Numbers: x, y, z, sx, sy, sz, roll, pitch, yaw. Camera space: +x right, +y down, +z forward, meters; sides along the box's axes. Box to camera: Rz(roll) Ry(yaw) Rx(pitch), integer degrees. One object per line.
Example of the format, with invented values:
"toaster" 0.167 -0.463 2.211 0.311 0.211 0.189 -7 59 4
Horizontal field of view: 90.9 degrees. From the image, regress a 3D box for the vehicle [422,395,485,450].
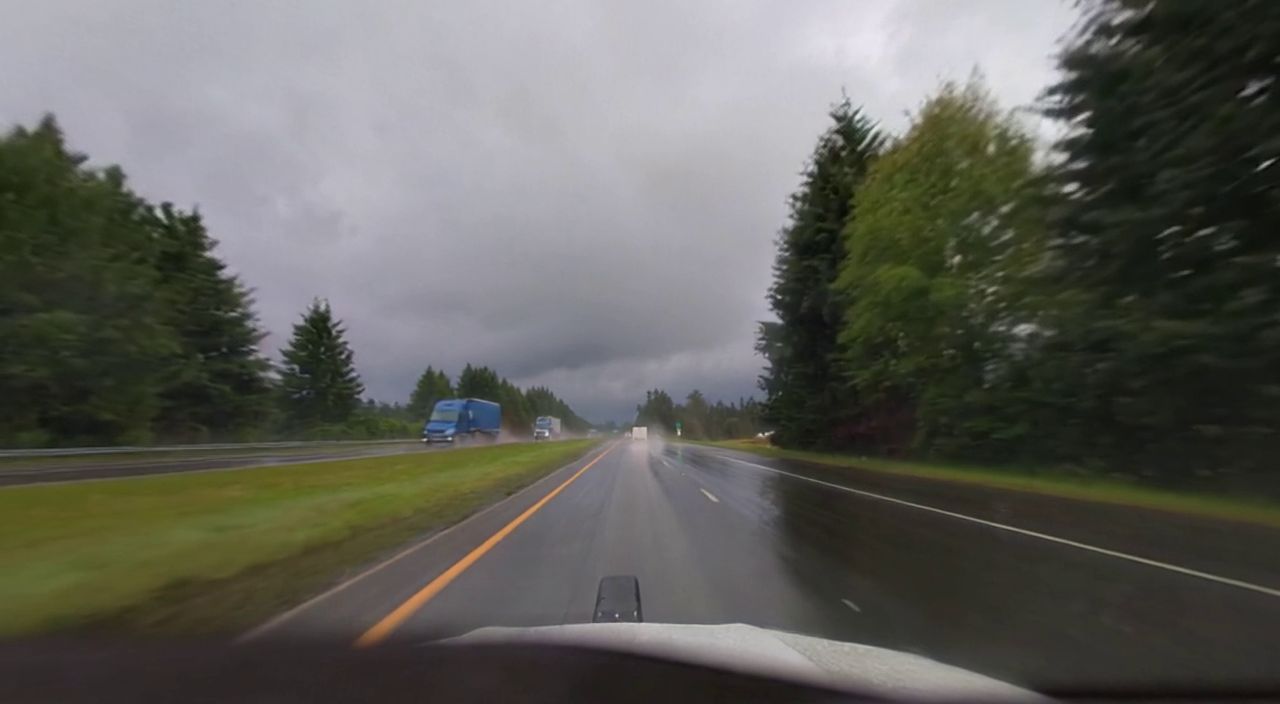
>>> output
"vehicle" -13.975 5.393 47.786 3.008 3.852 6.229 0 -8 -3
